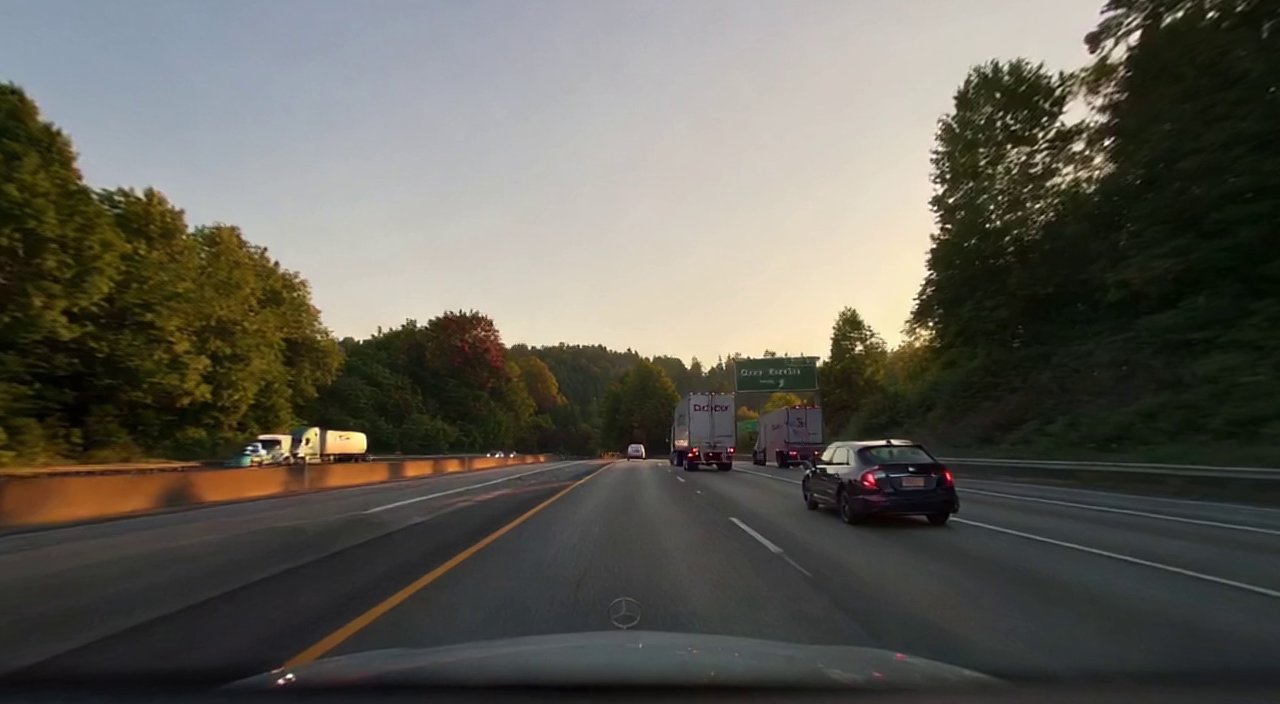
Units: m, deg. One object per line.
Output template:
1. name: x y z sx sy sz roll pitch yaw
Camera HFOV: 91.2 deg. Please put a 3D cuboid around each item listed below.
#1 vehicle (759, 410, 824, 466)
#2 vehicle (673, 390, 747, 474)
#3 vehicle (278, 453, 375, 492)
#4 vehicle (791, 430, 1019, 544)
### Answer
1. vehicle: 11.606 6.800 49.008 2.938 3.990 8.556 0 -9 0
2. vehicle: 3.616 4.608 35.096 3.025 4.010 9.542 0 -9 0
3. vehicle: -13.327 5.135 27.011 1.856 1.463 4.508 0 -9 0
4. vehicle: 4.026 2.112 10.407 1.948 1.481 3.955 0 -9 -2
